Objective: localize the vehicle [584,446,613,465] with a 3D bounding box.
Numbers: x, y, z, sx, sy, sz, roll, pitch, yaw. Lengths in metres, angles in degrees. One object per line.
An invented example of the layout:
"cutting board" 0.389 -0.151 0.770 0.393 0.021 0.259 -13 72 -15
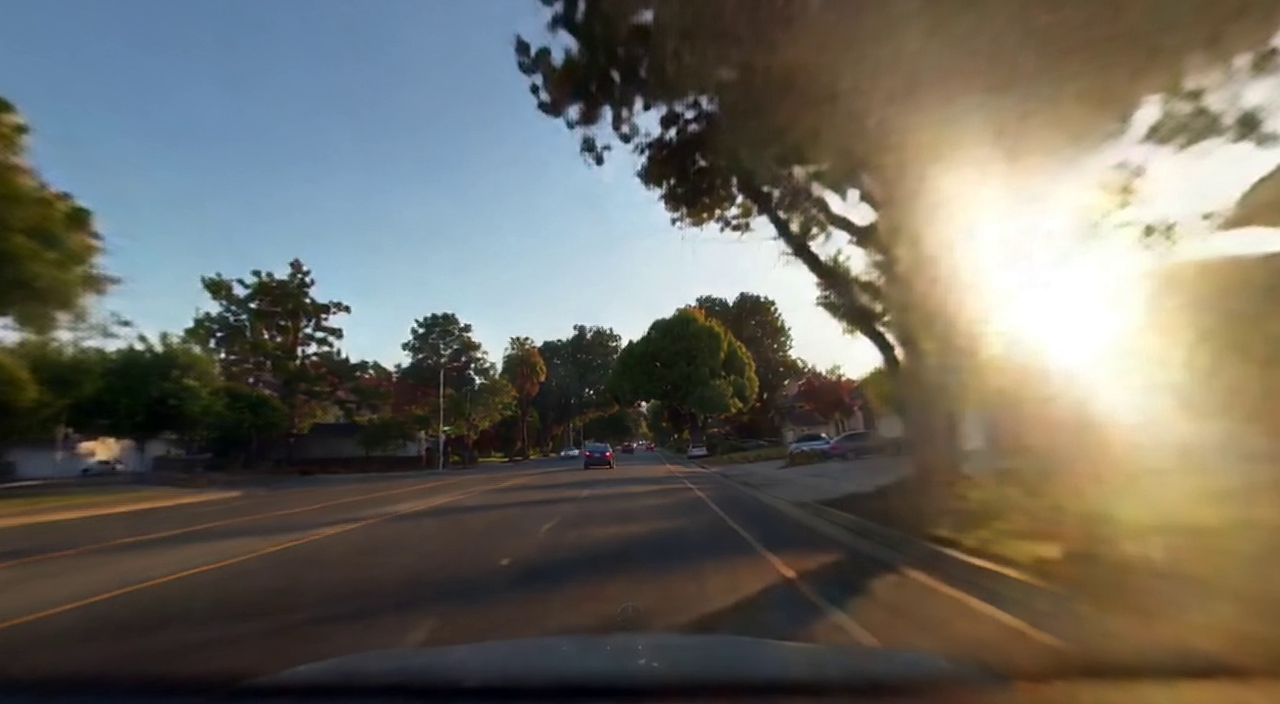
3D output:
"vehicle" -3.173 7.945 48.671 1.973 1.400 3.915 0 -8 0

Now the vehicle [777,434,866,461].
"vehicle" 10.653 5.647 37.174 4.606 1.525 1.932 0 -8 0
